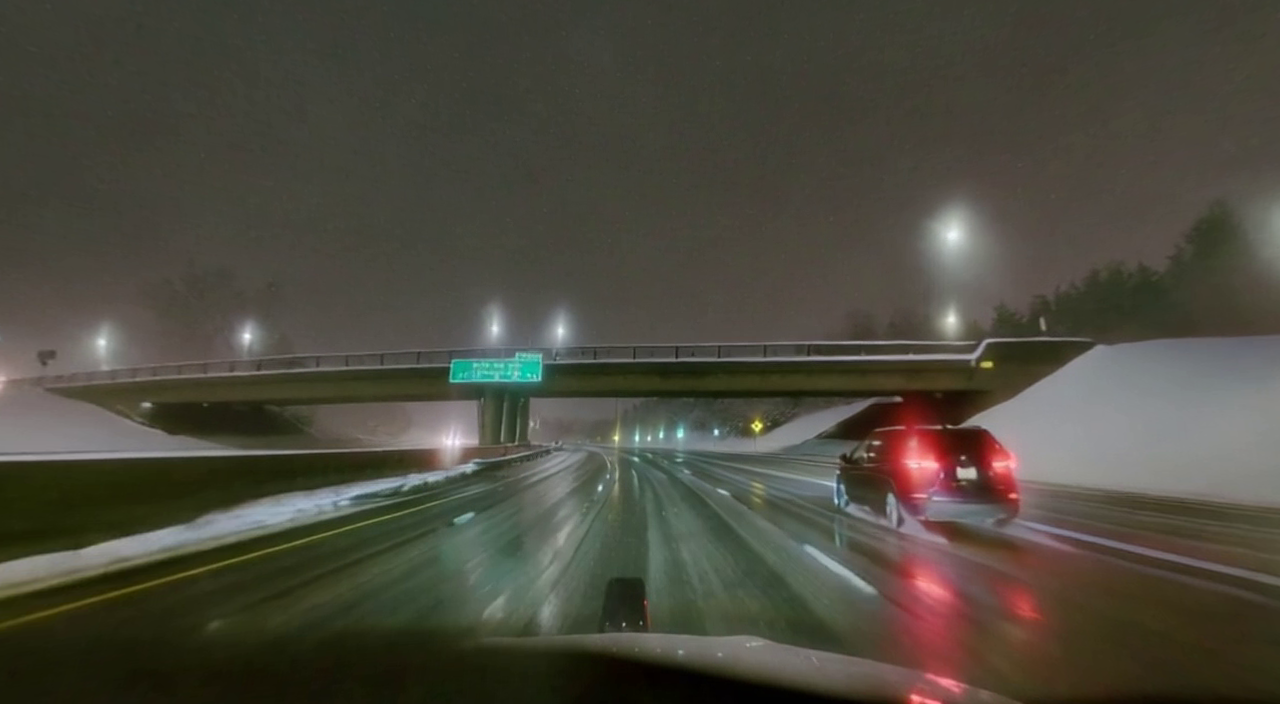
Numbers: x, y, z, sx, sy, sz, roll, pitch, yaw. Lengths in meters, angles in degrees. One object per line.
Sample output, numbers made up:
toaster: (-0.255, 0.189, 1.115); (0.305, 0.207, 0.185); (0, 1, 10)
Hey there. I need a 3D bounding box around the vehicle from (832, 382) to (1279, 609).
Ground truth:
vehicle: (3.979, 1.434, 7.228); (2.039, 1.701, 4.834); (0, -8, 0)
